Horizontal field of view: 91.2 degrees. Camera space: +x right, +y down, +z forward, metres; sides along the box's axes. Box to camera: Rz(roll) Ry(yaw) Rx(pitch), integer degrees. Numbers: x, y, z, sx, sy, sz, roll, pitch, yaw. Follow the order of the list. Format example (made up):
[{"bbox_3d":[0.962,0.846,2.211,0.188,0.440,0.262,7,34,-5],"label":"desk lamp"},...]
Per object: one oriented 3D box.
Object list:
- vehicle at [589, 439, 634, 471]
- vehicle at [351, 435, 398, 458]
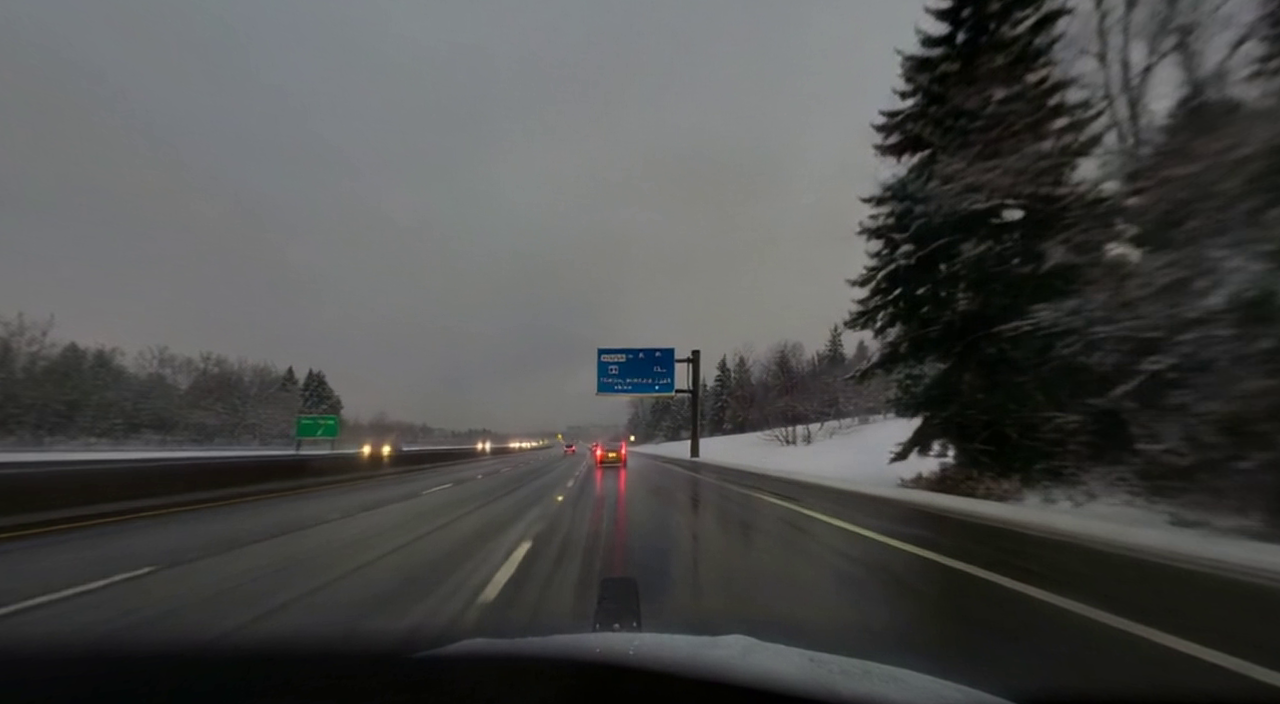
[{"bbox_3d":[-1.398,5.306,32.433,2.055,1.509,4.255,-1,-9,2],"label":"vehicle"},{"bbox_3d":[-19.490,6.988,46.214,1.952,1.590,4.398,0,-9,-6],"label":"vehicle"}]
